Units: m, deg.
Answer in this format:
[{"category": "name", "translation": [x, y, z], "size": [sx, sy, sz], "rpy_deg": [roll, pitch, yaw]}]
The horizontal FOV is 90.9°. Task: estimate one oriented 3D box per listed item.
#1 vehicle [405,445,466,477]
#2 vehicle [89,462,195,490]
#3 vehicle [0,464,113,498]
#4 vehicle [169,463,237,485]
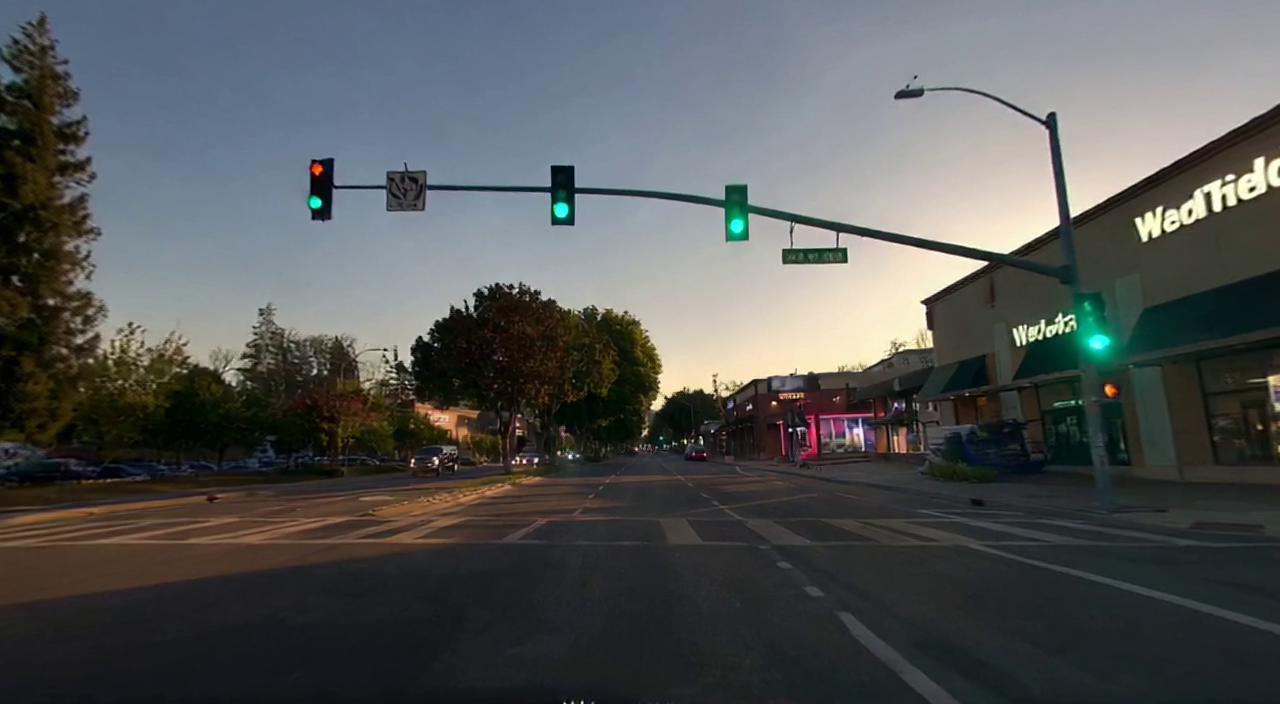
[{"category": "vehicle", "translation": [-14.464, 7.729, 44.977], "size": [2.315, 1.998, 5.808], "rpy_deg": [-3, -8, 1]}, {"category": "vehicle", "translation": [-30.802, 7.653, 39.191], "size": [4.731, 1.486, 2.187], "rpy_deg": [4, -9, -27]}, {"category": "vehicle", "translation": [-30.898, 6.723, 32.971], "size": [4.667, 1.495, 2.056], "rpy_deg": [4, -9, -26]}, {"category": "vehicle", "translation": [-31.433, 8.758, 45.408], "size": [3.590, 1.441, 1.605], "rpy_deg": [2, -8, -15]}]
